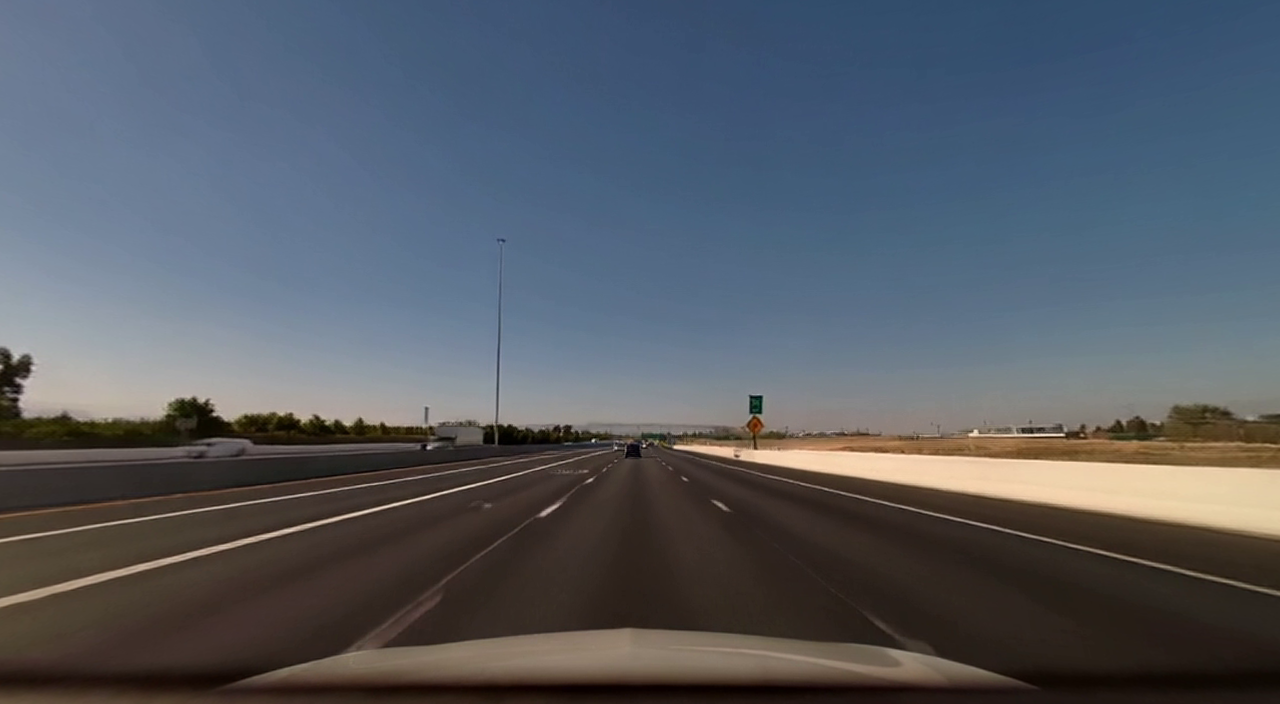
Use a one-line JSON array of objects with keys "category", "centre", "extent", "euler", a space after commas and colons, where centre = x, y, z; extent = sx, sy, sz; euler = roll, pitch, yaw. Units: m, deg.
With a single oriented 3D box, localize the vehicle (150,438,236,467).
[{"category": "vehicle", "centre": [-32.201, 7.238, 45.495], "extent": [2.060, 1.962, 5.618], "euler": [0, -8, 0]}]
